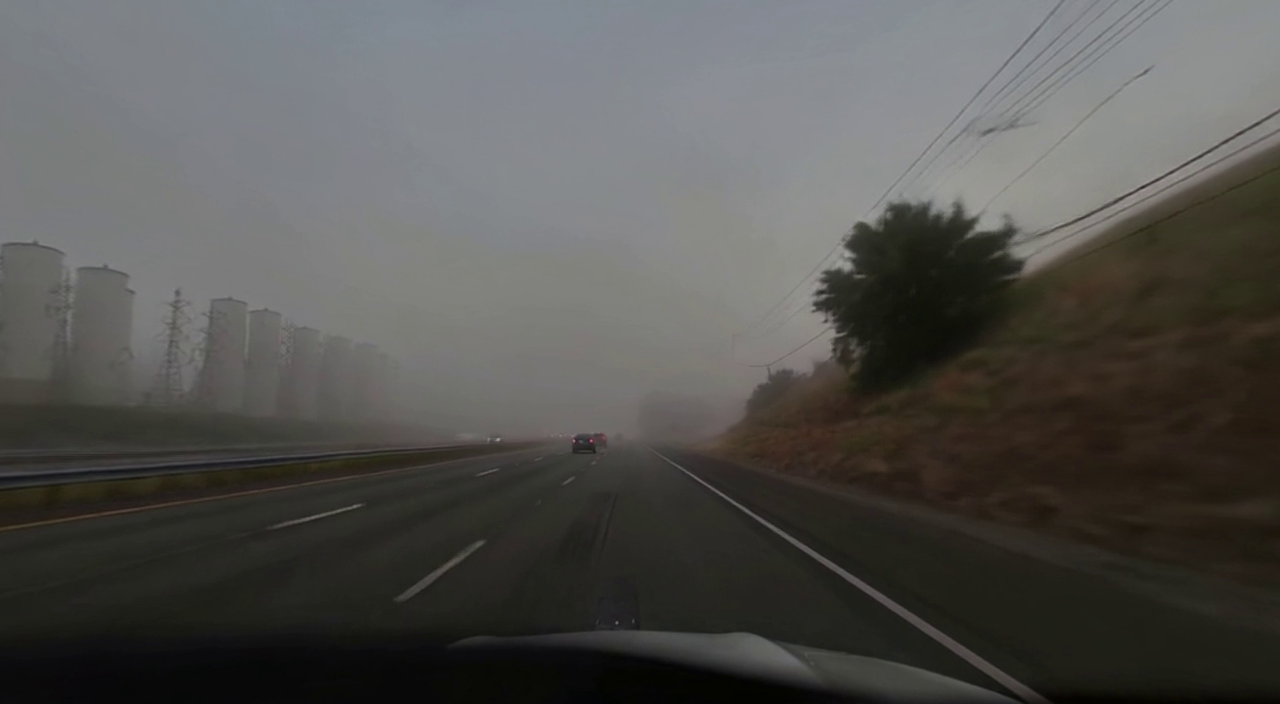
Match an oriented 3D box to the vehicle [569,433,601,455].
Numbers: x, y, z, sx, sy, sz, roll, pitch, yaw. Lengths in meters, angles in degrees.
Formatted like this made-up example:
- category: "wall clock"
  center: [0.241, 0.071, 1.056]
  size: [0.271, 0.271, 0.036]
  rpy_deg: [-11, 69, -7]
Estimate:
- category: "vehicle"
  center: [-3.895, 6.584, 45.160]
  size: [1.952, 1.462, 3.969]
  rpy_deg: [0, -8, -1]
